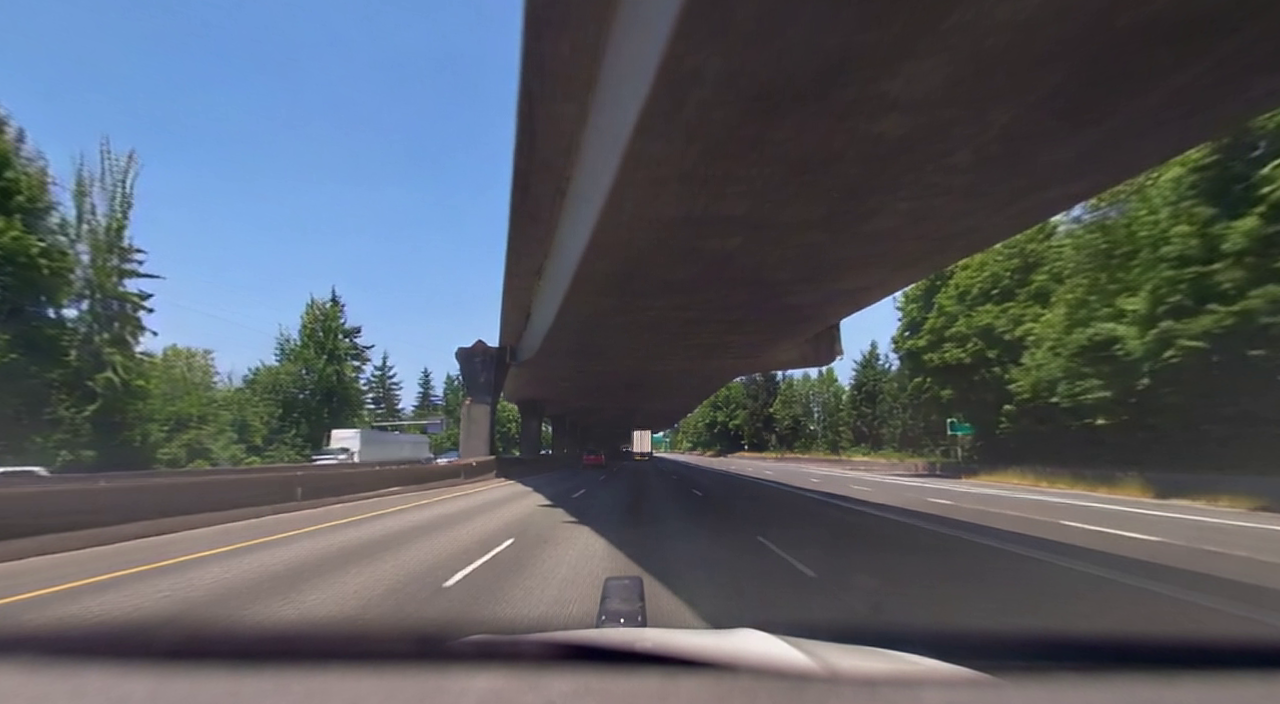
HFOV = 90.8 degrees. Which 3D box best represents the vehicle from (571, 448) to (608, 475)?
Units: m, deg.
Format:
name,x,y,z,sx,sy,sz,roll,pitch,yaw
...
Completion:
name,x,y,z,sx,sy,sz,roll,pitch,yaw
vehicle,-3.367,7.413,43.001,2.160,1.724,4.997,0,-9,0
